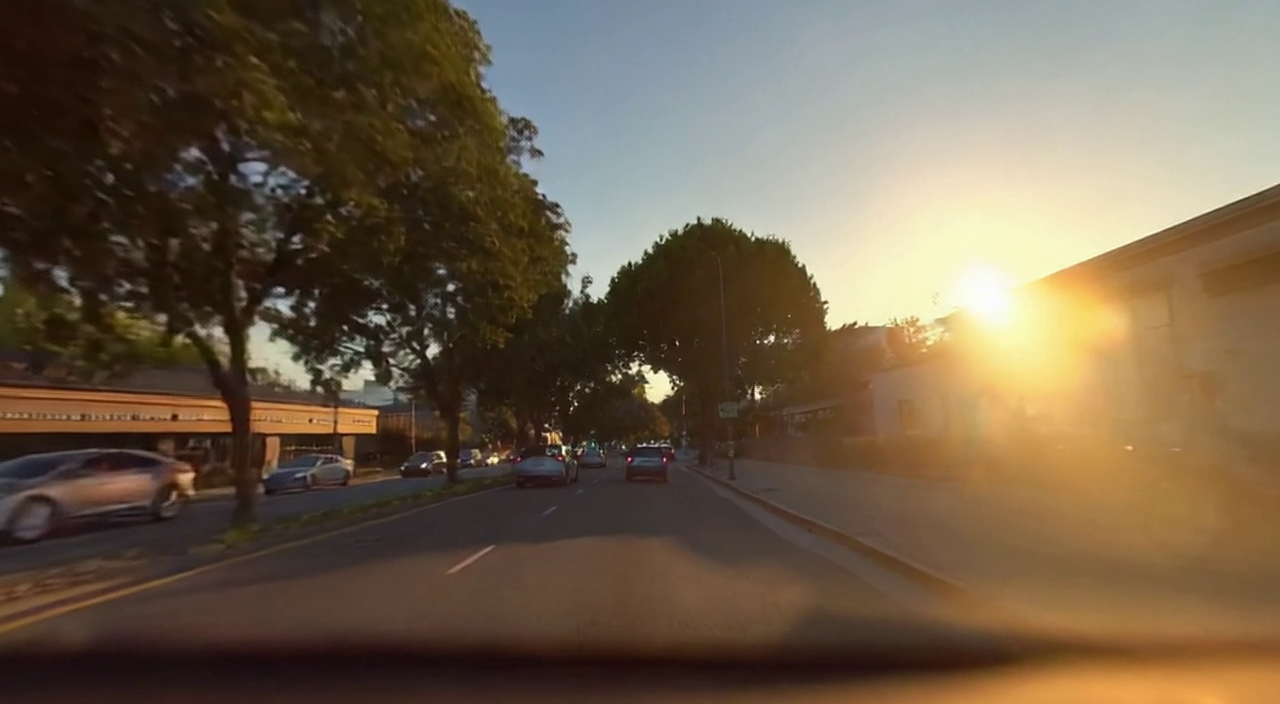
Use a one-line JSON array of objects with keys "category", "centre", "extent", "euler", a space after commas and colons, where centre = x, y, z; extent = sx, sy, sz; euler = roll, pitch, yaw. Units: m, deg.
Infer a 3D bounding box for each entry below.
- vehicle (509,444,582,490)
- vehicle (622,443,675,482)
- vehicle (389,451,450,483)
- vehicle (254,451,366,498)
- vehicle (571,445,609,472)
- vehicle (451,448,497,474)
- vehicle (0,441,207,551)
[{"category": "vehicle", "centre": [-3.289, 4.083, 22.771], "extent": [1.921, 1.477, 4.083], "euler": [-1, -9, 1]}, {"category": "vehicle", "centre": [0.281, 4.670, 26.853], "extent": [2.085, 1.475, 3.976], "euler": [0, -9, -2]}, {"category": "vehicle", "centre": [-12.808, 6.668, 36.986], "extent": [1.936, 1.656, 4.284], "euler": [-2, -9, 2]}, {"category": "vehicle", "centre": [-13.946, 5.175, 27.102], "extent": [2.050, 1.786, 4.633], "euler": [-1, -9, 3]}, {"category": "vehicle", "centre": [-2.983, 6.483, 38.587], "extent": [1.887, 1.517, 4.254], "euler": [-1, -9, 2]}, {"category": "vehicle", "centre": [-12.301, 8.102, 47.122], "extent": [1.999, 1.755, 4.518], "euler": [-1, -9, 3]}, {"category": "vehicle", "centre": [-10.914, 2.570, 11.887], "extent": [2.175, 1.684, 4.475], "euler": [-1, -9, 3]}]
